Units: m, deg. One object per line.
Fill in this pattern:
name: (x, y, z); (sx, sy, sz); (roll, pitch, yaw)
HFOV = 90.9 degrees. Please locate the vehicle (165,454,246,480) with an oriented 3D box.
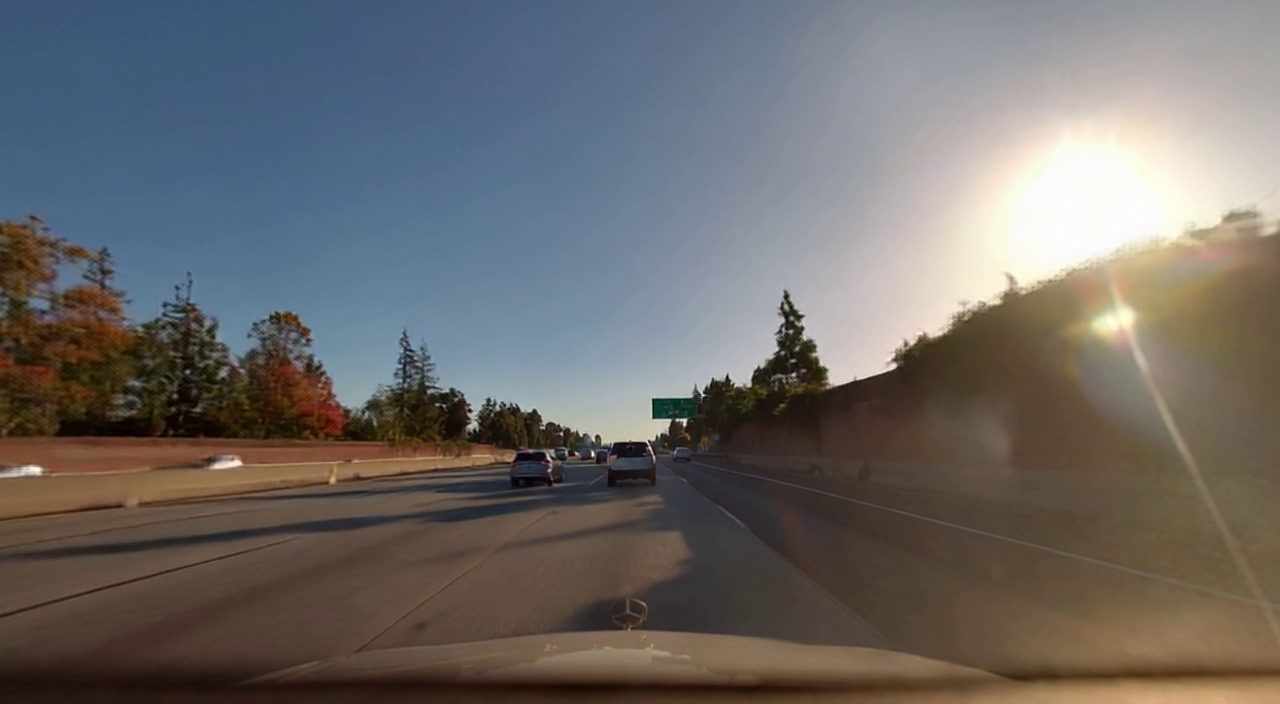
vehicle: (-27.750, 7.326, 40.482); (1.876, 1.480, 4.607); (0, -9, 1)

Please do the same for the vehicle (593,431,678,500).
vehicle: (-0.097, 3.309, 18.781); (2.233, 1.804, 4.273); (0, -9, 0)

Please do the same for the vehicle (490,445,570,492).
vehicle: (-3.684, 3.982, 21.953); (1.967, 1.442, 4.143); (0, -9, 1)
